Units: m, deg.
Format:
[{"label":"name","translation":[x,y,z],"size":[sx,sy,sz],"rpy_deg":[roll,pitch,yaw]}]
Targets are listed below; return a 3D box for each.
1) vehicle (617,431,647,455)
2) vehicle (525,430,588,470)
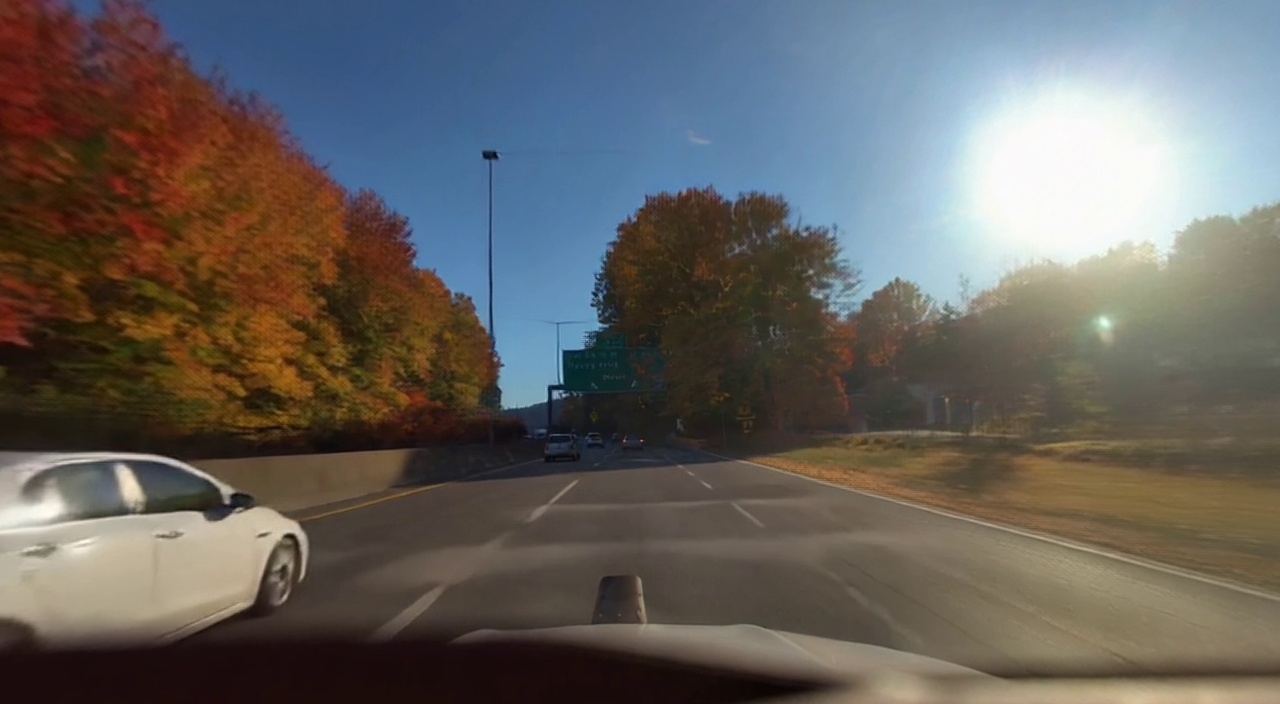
[{"label":"vehicle","translation":[-0.544,6.434,44.653],"size":[2.054,1.609,3.859],"rpy_deg":[0,-8,0]},{"label":"vehicle","translation":[-3.393,4.083,26.379],"size":[1.989,1.497,4.645],"rpy_deg":[0,-8,0]}]
